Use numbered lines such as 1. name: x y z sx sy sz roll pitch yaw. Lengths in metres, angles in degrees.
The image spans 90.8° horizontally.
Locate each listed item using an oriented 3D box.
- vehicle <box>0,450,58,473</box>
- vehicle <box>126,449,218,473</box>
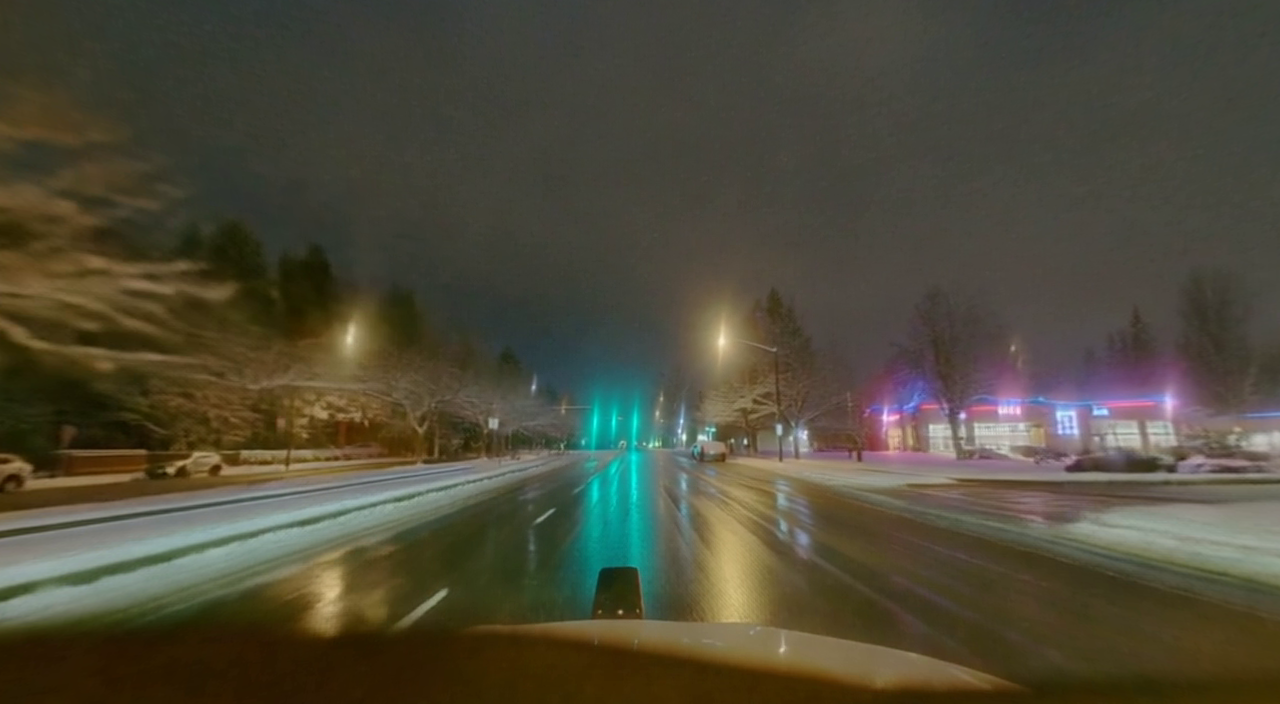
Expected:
1. vehicle: -42.573 7.481 43.133 4.279 1.456 1.874 -2 -8 12
2. vehicle: -30.296 7.062 40.948 4.341 1.465 2.304 -2 -8 9
